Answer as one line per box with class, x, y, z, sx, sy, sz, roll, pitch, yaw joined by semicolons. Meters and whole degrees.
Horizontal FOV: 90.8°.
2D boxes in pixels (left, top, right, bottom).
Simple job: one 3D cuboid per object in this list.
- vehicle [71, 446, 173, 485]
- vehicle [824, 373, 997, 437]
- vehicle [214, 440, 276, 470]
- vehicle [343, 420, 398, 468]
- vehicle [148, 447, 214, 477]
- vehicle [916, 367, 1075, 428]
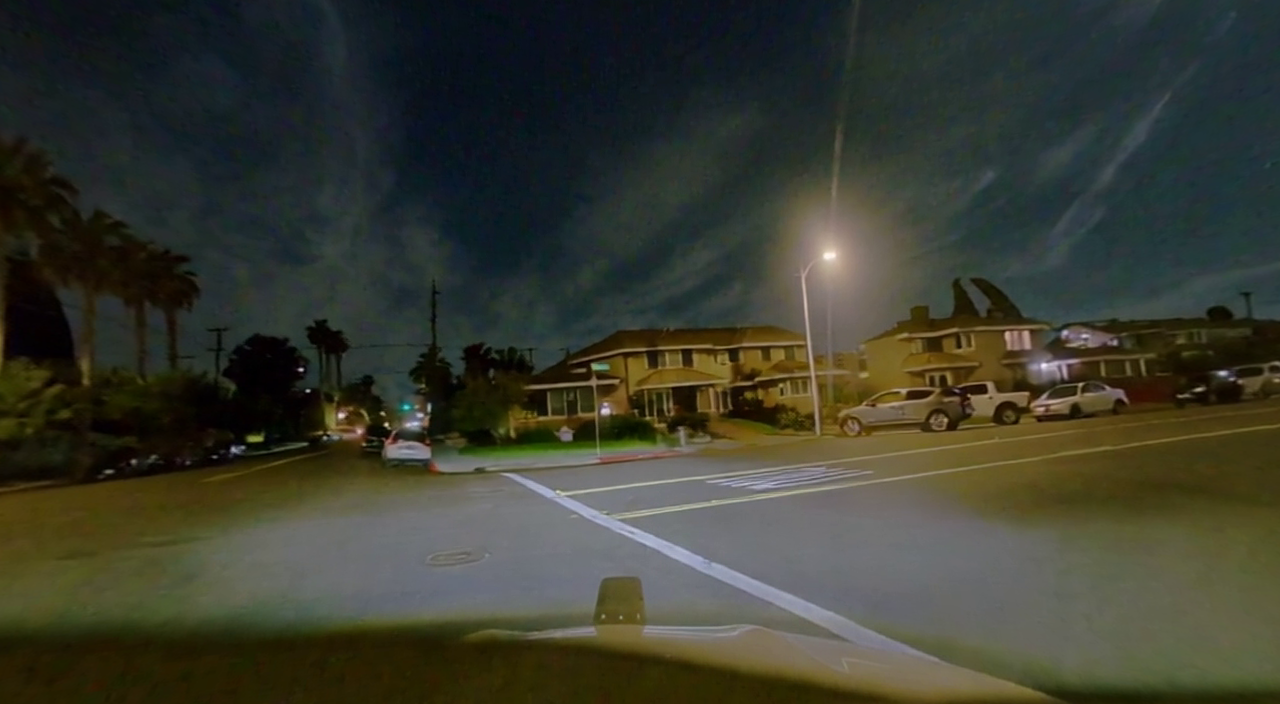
vehicle;-23.075;5.038;28.397;2.118;1.526;4.727;1;-9;-22
vehicle;8.906;1.893;21.230;1.998;1.752;4.866;5;-11;-38
vehicle;-22.562;5.899;36.262;2.071;1.538;4.428;1;-9;-20
vehicle;-12.599;4.336;29.665;2.154;2.035;4.261;1;-9;-22
vehicle;-25.404;6.074;35.122;1.795;1.463;4.382;1;-9;-20
vehicle;12.341;1.698;22.205;1.995;1.772;4.273;4;-10;-36
